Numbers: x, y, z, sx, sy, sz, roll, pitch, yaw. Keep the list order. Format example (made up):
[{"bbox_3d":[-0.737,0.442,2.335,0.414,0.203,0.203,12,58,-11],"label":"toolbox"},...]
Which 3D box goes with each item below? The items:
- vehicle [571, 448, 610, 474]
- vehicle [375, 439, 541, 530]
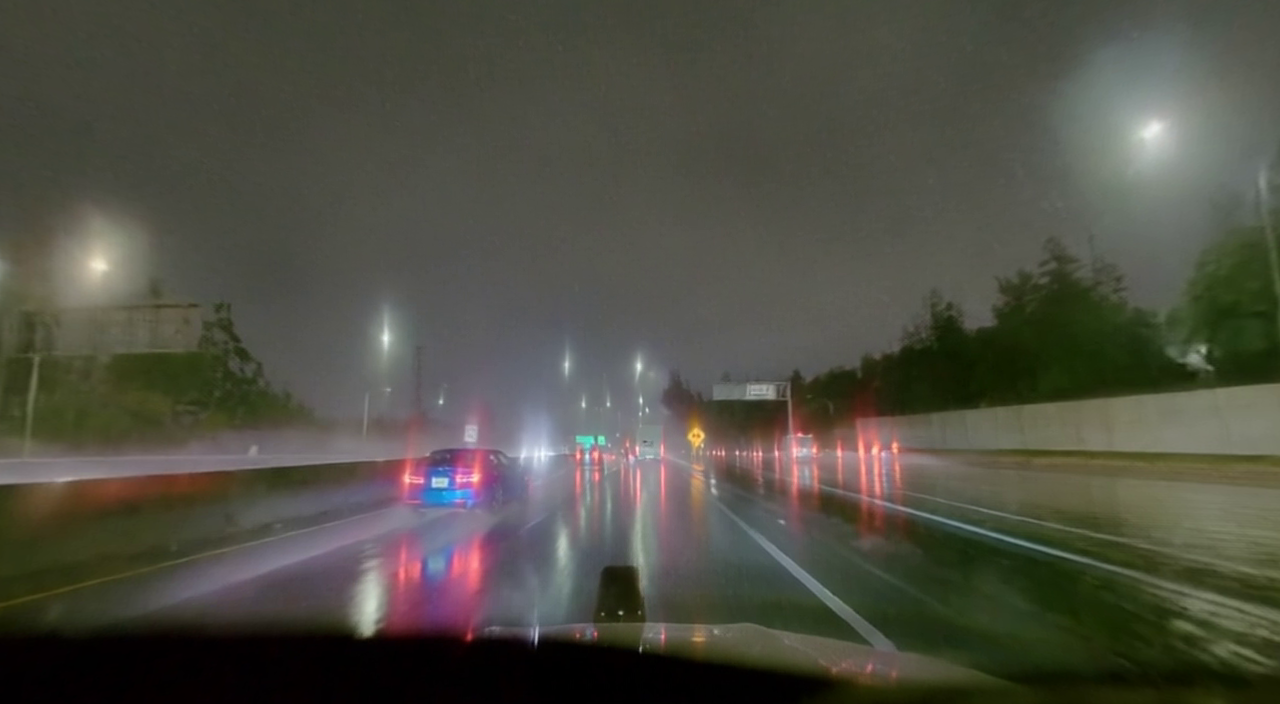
[{"bbox_3d":[-2.910,6.481,37.741,1.965,1.459,4.145,0,-9,0],"label":"vehicle"},{"bbox_3d":[-3.436,2.593,12.990,2.012,1.510,4.672,0,-9,0],"label":"vehicle"}]
